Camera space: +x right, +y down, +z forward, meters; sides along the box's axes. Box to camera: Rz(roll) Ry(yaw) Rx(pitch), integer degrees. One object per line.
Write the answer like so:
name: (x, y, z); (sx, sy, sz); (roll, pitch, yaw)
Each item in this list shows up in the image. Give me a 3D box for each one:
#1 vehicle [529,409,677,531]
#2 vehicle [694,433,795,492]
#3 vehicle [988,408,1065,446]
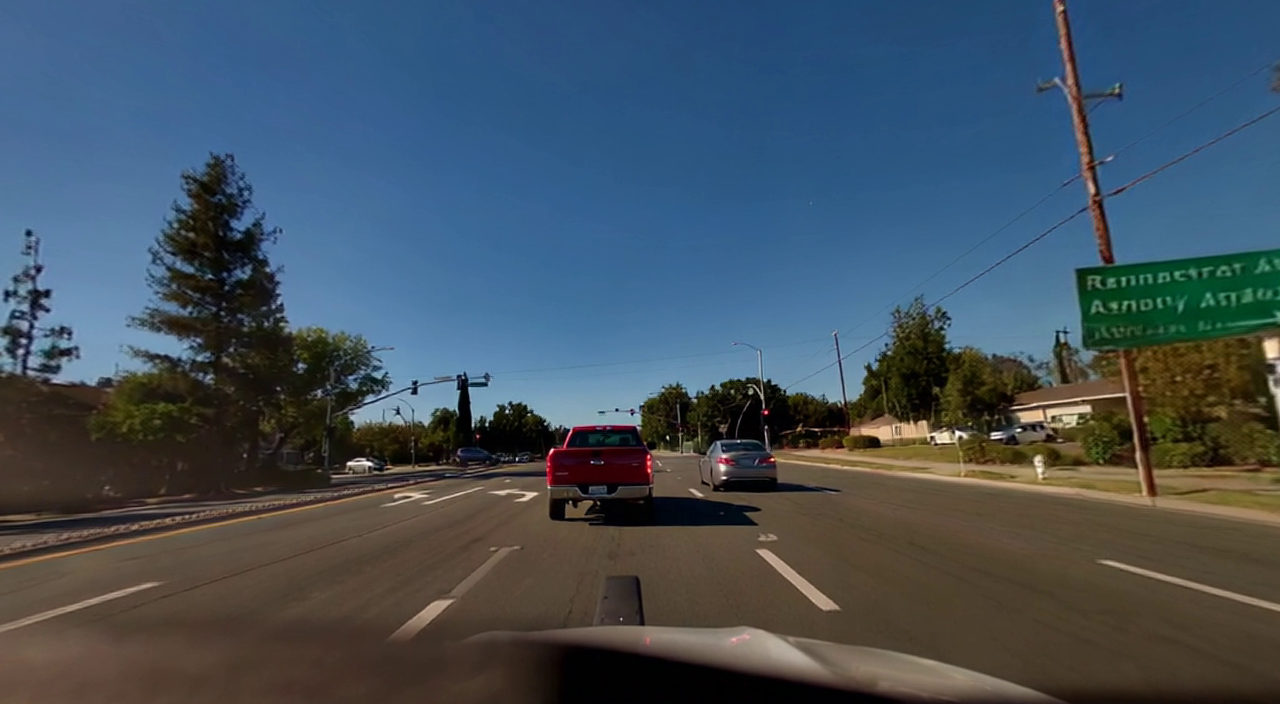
vehicle: (-0.534, 2.063, 11.631); (2.145, 1.762, 4.731); (0, -8, 0)
vehicle: (2.848, 3.128, 18.310); (2.073, 1.484, 4.437); (0, -8, -1)
vehicle: (30.335, 5.961, 49.745); (2.892, 2.881, 4.178); (2, -9, -16)
